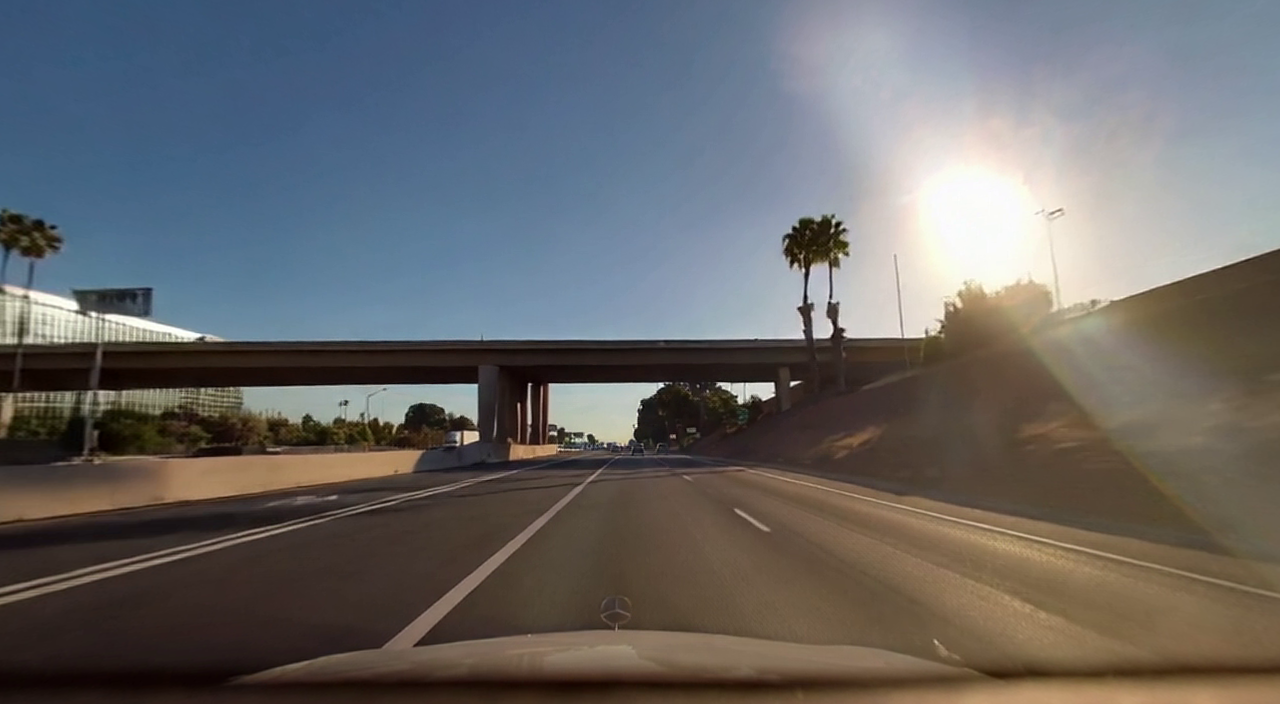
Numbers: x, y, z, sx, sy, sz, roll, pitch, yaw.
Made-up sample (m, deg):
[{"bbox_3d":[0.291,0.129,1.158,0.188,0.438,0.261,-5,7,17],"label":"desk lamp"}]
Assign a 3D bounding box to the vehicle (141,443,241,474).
[{"bbox_3d":[-25.314,5.982,35.869,2.291,1.600,4.605,0,-8,0],"label":"vehicle"}]
